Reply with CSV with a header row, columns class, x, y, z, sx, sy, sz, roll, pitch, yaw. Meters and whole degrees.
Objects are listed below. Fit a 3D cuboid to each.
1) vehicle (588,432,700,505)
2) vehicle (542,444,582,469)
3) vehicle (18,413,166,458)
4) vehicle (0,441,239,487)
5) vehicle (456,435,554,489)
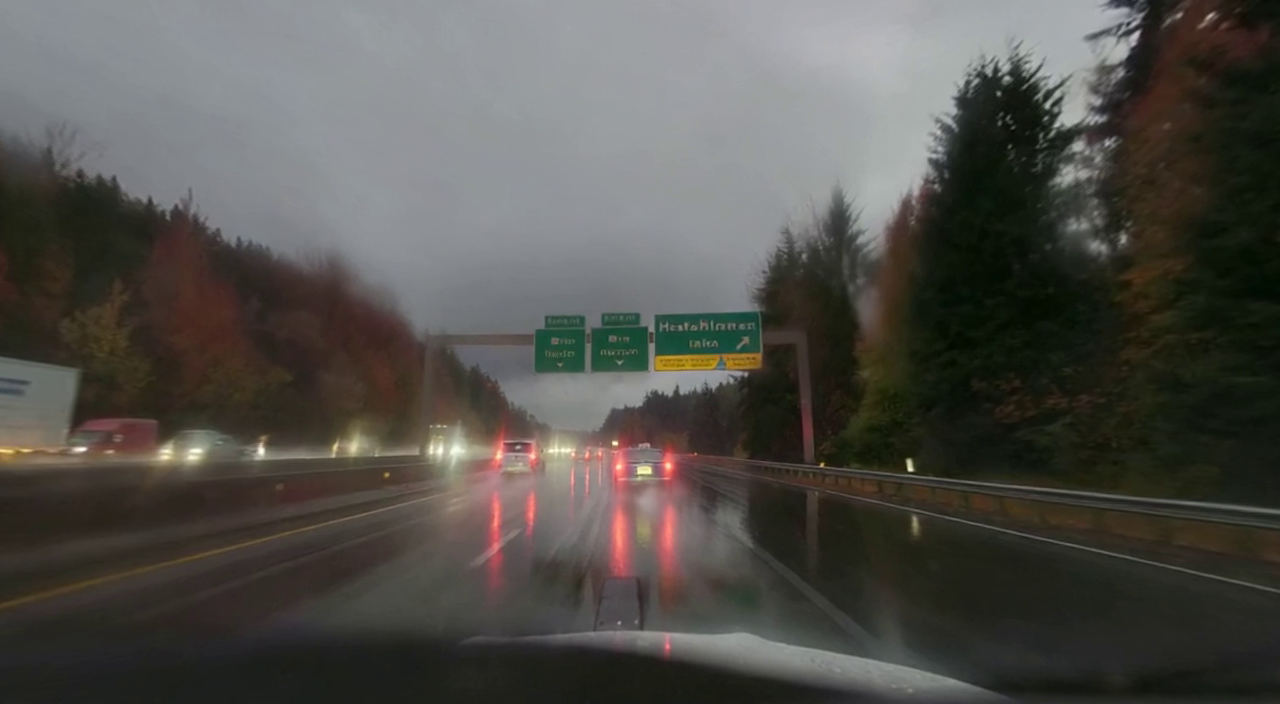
class,x,y,z,sx,sy,sz,roll,pitch,yaw
vehicle,0.058,3.050,16.775,2.634,1.679,4.070,0,-9,-1
vehicle,-5.038,6.821,41.054,2.173,1.561,4.130,0,-9,-1
vehicle,-22.459,3.496,25.982,2.106,1.702,4.413,0,-9,0
vehicle,-22.561,4.566,26.125,2.781,1.486,14.211,0,-9,-1
vehicle,-4.547,3.792,21.855,2.545,1.679,4.267,0,-9,-1
